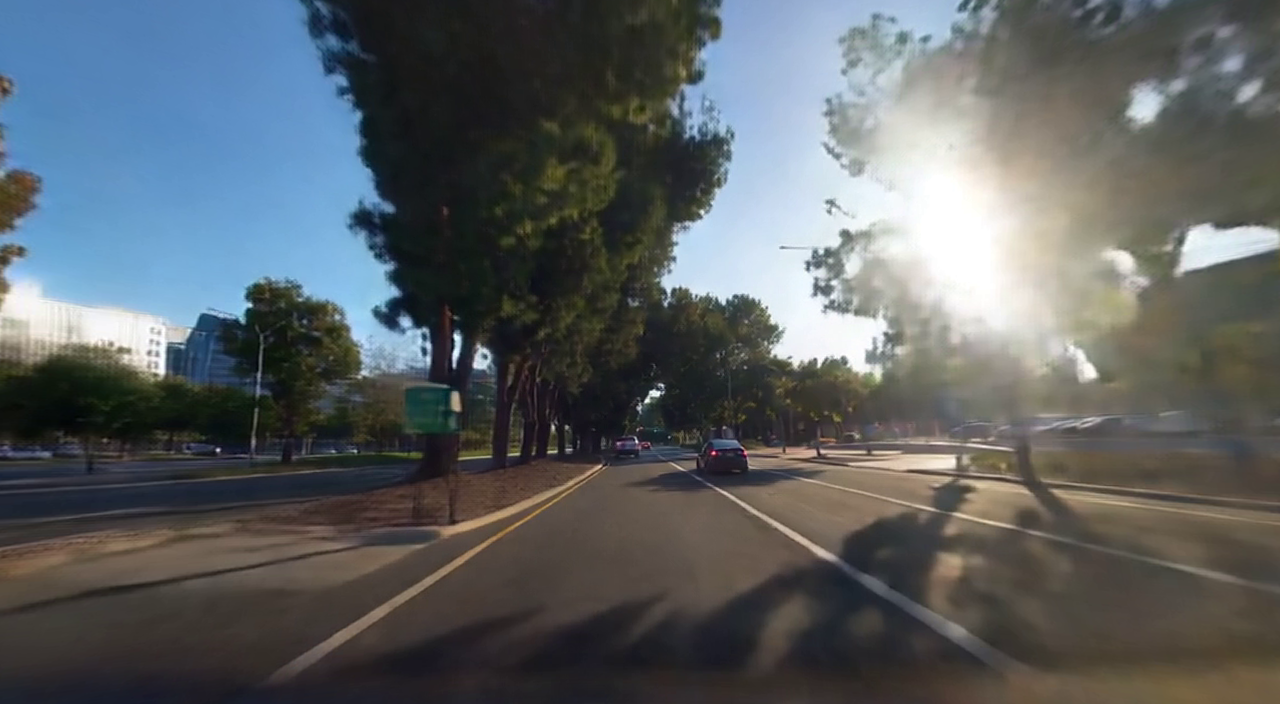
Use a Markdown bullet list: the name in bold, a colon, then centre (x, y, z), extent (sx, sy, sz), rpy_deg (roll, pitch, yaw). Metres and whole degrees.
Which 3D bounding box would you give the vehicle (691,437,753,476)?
- **vehicle**: centre (3.414, 4.444, 27.134), extent (1.948, 1.479, 4.620), rpy_deg (0, -8, -1)
